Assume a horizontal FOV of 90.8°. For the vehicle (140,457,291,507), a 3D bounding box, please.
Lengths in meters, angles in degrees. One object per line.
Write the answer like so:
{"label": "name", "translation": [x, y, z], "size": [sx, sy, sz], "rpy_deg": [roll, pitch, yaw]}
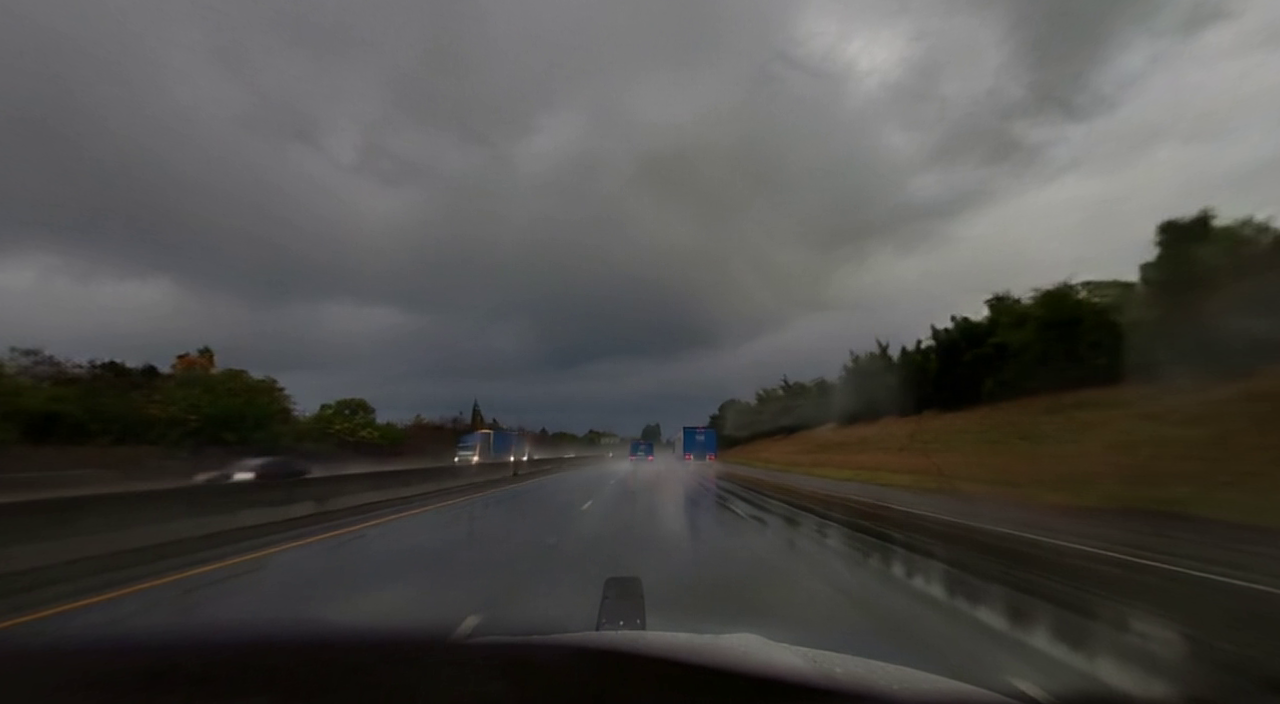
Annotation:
{"label": "vehicle", "translation": [-14.417, 4.406, 21.844], "size": [1.916, 1.460, 4.715], "rpy_deg": [0, -9, 1]}
